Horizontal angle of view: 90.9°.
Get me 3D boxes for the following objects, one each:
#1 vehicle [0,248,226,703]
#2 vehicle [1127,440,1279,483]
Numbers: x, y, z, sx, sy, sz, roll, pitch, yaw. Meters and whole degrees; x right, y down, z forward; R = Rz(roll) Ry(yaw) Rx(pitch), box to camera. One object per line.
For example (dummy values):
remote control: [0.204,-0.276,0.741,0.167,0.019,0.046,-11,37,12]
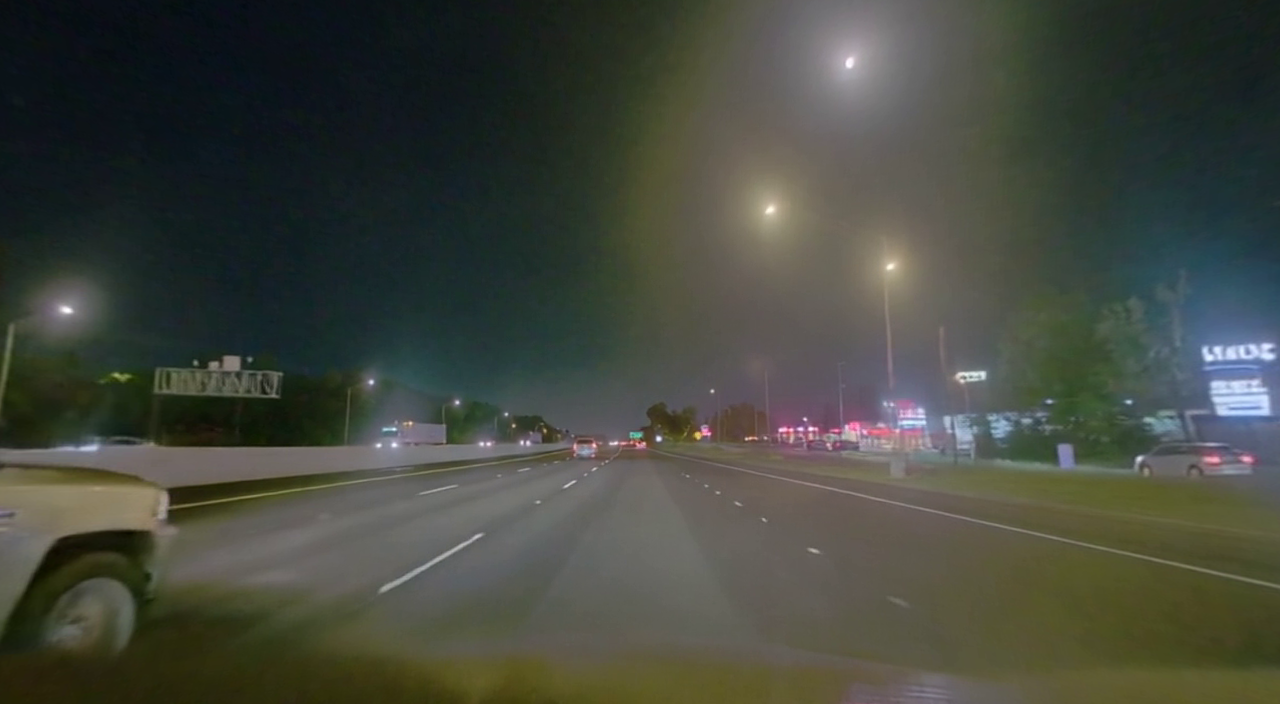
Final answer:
vehicle: [-4.100,0.429,1.384,2.352,2.209,5.802,0,-8,1]
vehicle: [25.724,4.963,29.035,1.972,1.749,5.464,1,-8,-4]
